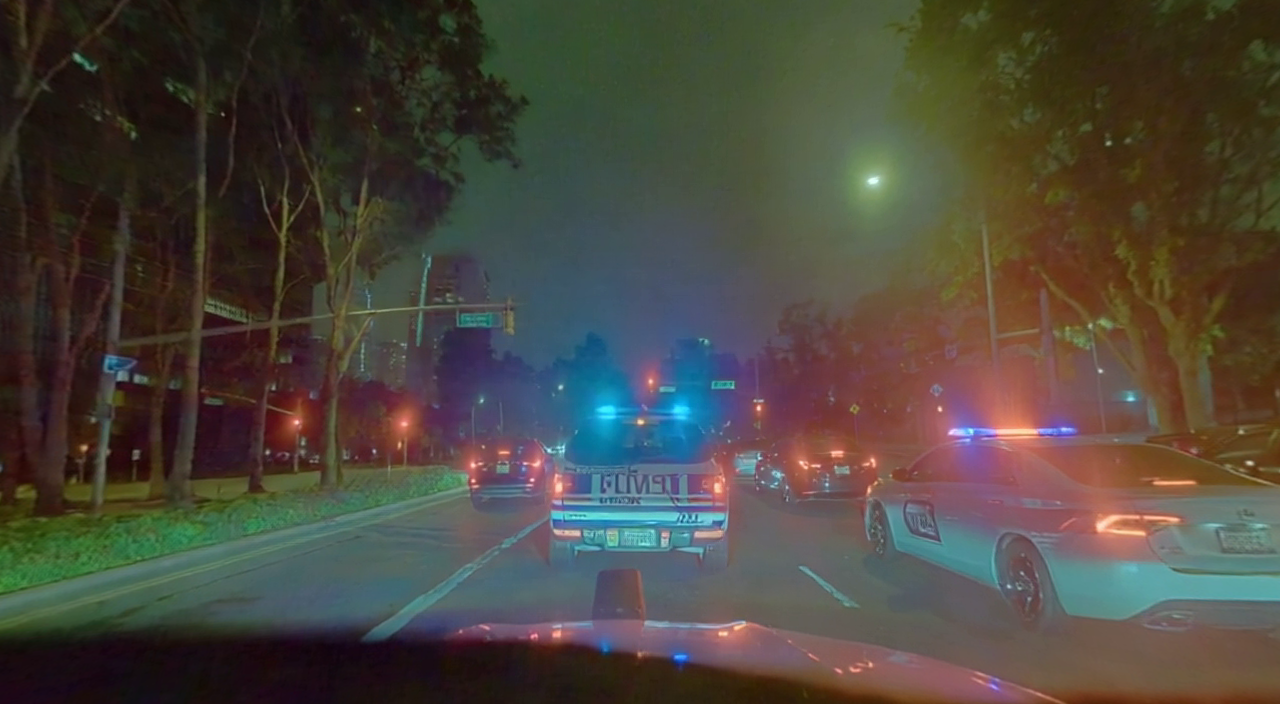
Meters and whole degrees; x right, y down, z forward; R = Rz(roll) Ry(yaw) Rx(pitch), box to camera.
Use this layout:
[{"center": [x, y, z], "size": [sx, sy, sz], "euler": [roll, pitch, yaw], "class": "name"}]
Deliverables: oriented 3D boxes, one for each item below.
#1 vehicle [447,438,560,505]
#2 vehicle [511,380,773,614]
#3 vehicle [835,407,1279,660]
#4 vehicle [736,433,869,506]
[{"center": [-3.305, 2.983, 16.207], "size": [1.913, 1.464, 4.276], "euler": [0, -8, 0], "class": "vehicle"}, {"center": [-0.035, 1.458, 7.274], "size": [2.038, 1.819, 4.505], "euler": [0, -8, -1], "class": "vehicle"}, {"center": [3.638, 1.407, 6.072], "size": [1.995, 1.483, 4.533], "euler": [0, -8, -1], "class": "vehicle"}, {"center": [3.650, 2.708, 15.058], "size": [1.940, 1.474, 4.234], "euler": [0, -8, -1], "class": "vehicle"}]
